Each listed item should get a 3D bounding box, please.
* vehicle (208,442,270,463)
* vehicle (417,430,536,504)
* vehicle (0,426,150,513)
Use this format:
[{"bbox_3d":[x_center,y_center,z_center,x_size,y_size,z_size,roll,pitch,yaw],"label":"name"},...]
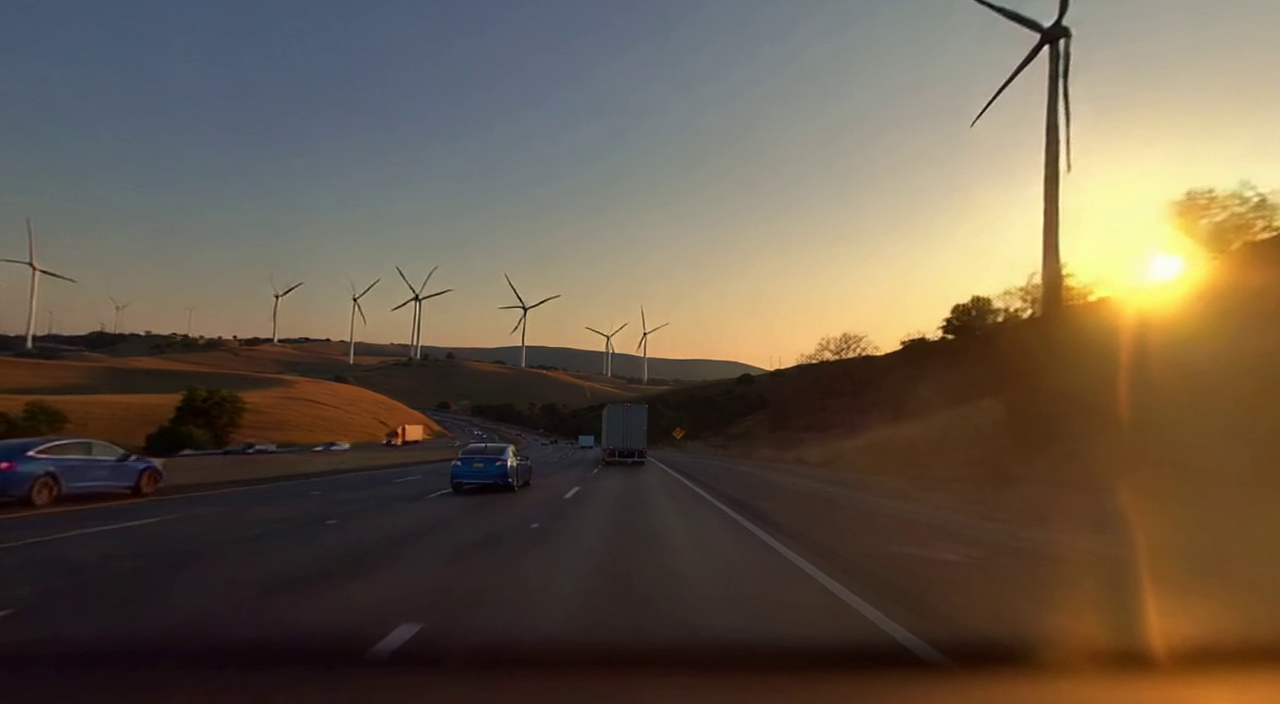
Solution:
[{"bbox_3d":[-30.709,7.698,48.220,1.862,1.495,4.695,1,-8,-3],"label":"vehicle"},{"bbox_3d":[-4.097,2.940,16.475,2.109,1.684,3.783,0,-8,0],"label":"vehicle"},{"bbox_3d":[-14.842,2.673,14.623,2.285,1.835,5.672,0,-8,-1],"label":"vehicle"}]
